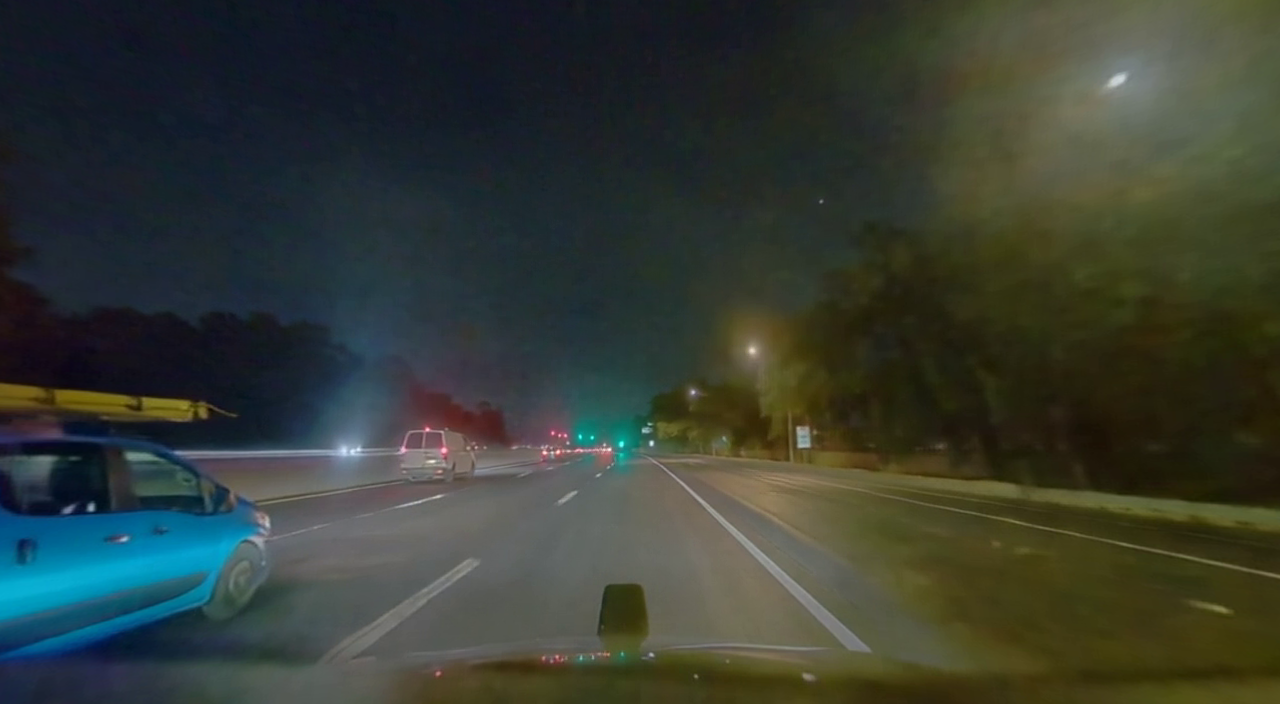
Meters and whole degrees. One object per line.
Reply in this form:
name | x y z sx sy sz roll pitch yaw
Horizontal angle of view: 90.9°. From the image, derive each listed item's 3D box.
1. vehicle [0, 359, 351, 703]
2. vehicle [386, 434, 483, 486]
vehicle | -3.645 0.968 3.176 2.040 1.679 4.865 0 -9 0
vehicle | -7.725 4.107 24.267 2.093 1.752 4.771 0 -9 0
